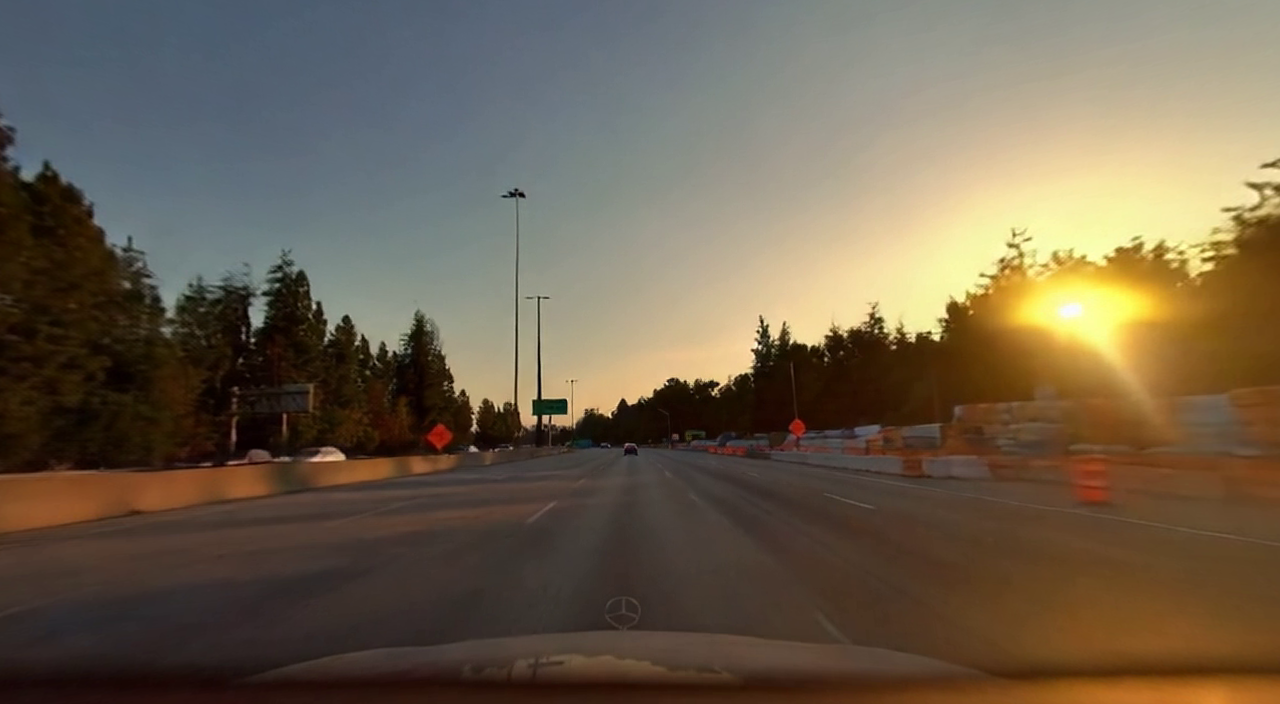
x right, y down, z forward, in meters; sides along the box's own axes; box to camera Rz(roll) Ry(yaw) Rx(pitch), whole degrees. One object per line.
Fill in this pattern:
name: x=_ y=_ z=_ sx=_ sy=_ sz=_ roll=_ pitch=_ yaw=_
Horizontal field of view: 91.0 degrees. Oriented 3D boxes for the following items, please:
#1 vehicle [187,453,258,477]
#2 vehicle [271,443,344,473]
vehicle: x=-29.700 y=8.027 z=44.960 sx=1.876 sy=1.533 sz=4.662 roll=0 pitch=-9 yaw=0
vehicle: x=-21.407 y=6.835 z=40.822 sx=2.086 sy=1.810 sz=4.962 roll=0 pitch=-9 yaw=-1
